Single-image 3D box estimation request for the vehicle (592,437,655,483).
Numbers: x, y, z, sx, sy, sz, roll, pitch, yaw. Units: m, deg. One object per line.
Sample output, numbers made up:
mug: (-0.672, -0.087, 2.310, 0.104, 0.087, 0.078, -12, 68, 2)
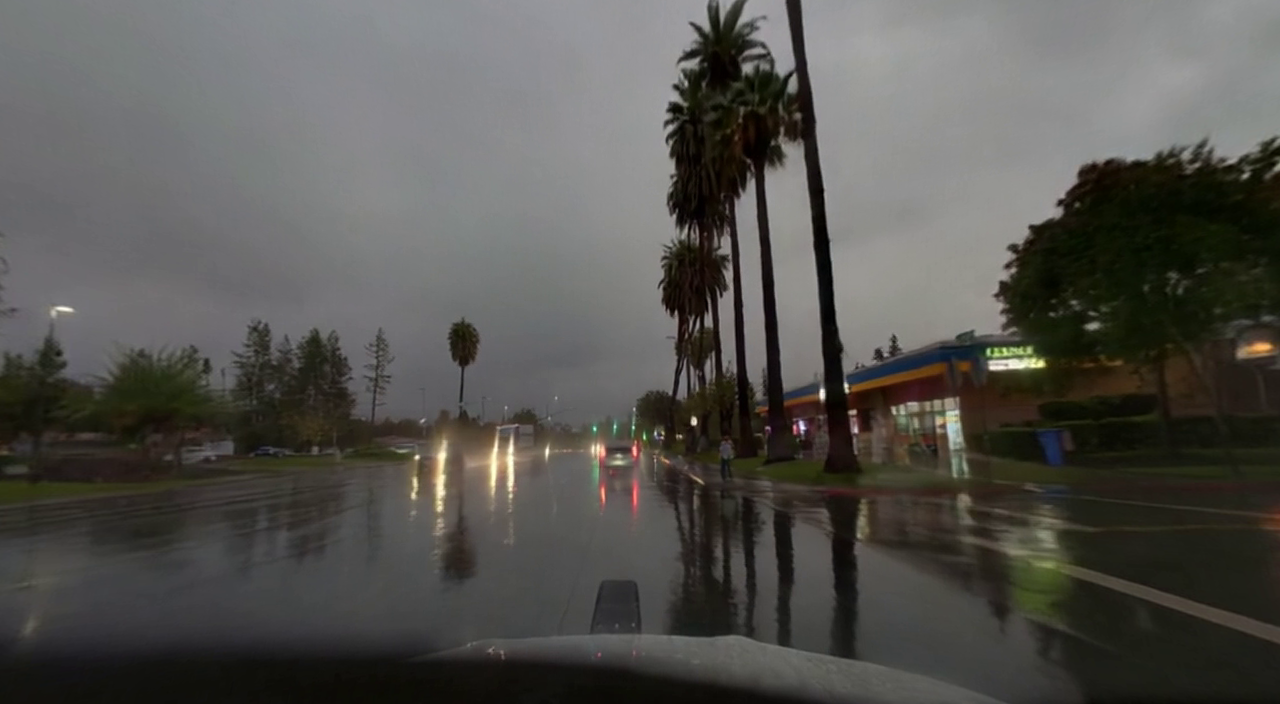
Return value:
vehicle: (-0.578, 3.826, 22.786, 2.076, 1.486, 4.119, 0, -8, -1)
